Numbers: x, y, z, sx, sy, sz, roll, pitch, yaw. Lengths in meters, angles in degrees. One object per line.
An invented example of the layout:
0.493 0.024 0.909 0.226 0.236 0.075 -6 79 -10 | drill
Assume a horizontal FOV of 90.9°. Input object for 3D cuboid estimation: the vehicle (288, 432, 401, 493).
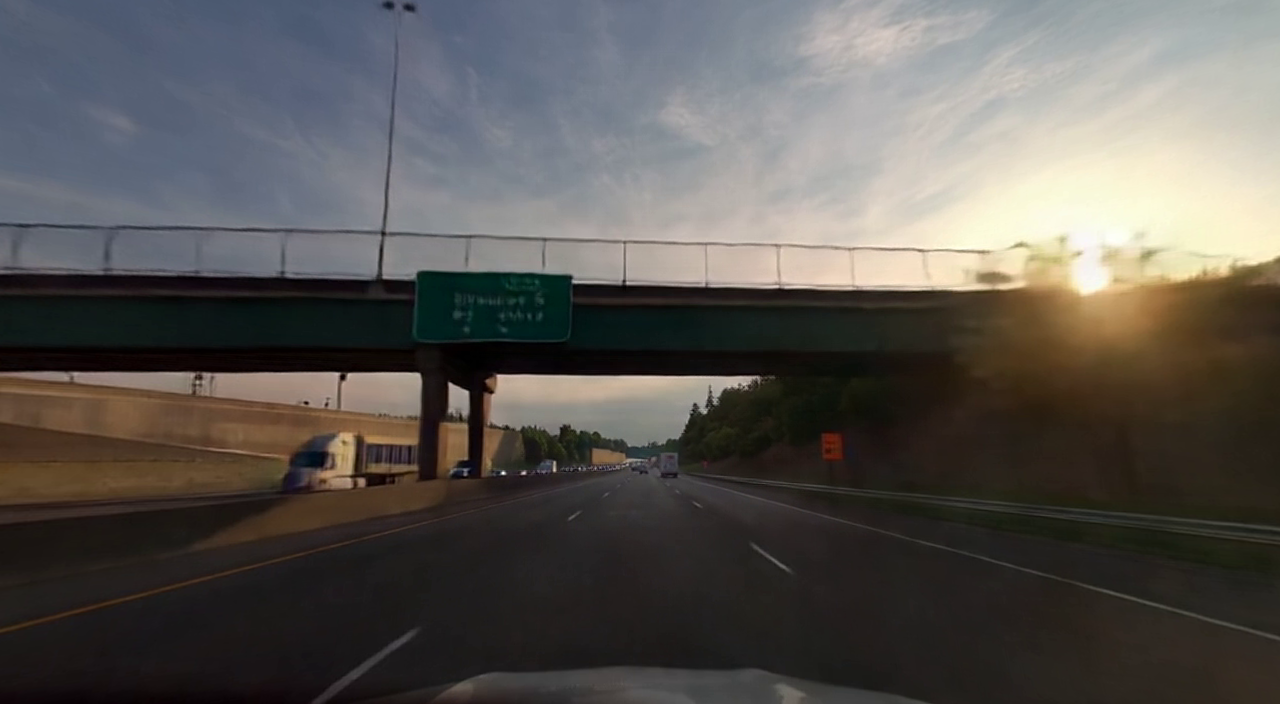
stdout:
-19.680 7.532 42.839 2.909 3.656 9.268 1 -10 1 | vehicle
